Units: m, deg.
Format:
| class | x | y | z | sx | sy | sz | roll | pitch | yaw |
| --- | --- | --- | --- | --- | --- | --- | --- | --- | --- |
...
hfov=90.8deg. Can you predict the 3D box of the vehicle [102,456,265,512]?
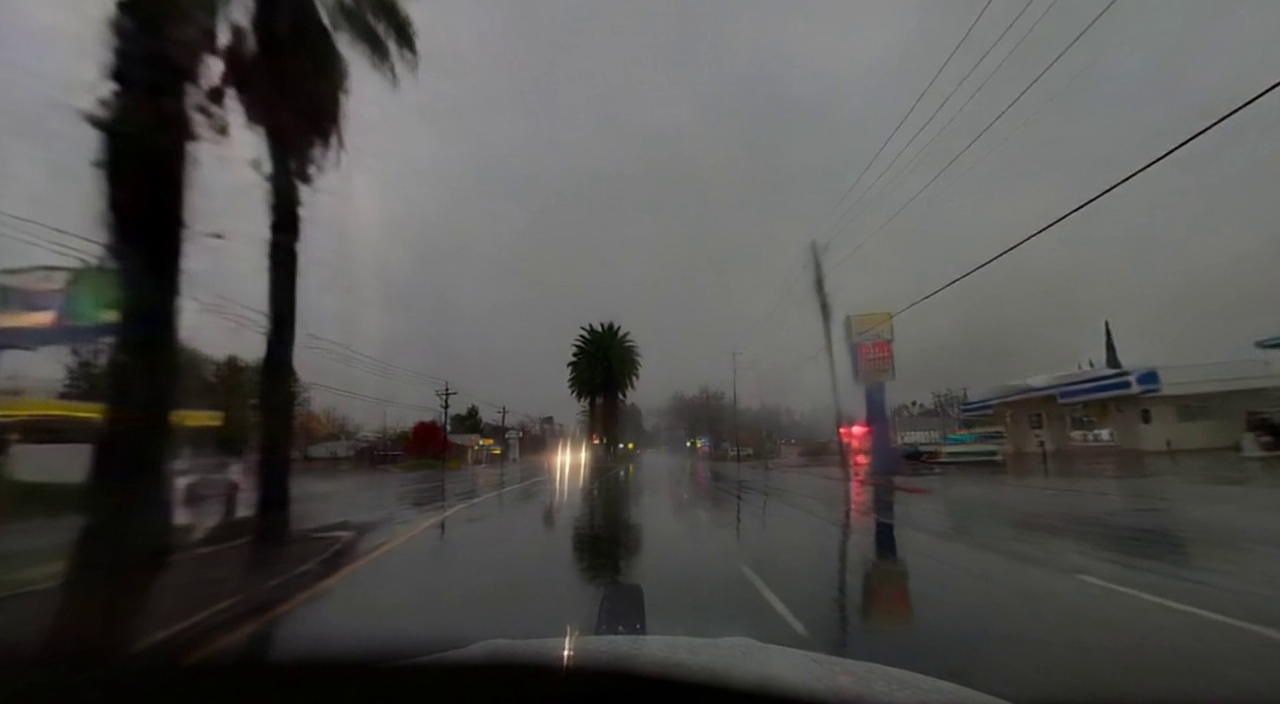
| class | x | y | z | sx | sy | sz | roll | pitch | yaw |
| --- | --- | --- | --- | --- | --- | --- | --- | --- | --- |
| vehicle | -14.405 | 4.141 | 20.357 | 1.924 | 1.528 | 4.416 | 0 | -9 | 0 |
